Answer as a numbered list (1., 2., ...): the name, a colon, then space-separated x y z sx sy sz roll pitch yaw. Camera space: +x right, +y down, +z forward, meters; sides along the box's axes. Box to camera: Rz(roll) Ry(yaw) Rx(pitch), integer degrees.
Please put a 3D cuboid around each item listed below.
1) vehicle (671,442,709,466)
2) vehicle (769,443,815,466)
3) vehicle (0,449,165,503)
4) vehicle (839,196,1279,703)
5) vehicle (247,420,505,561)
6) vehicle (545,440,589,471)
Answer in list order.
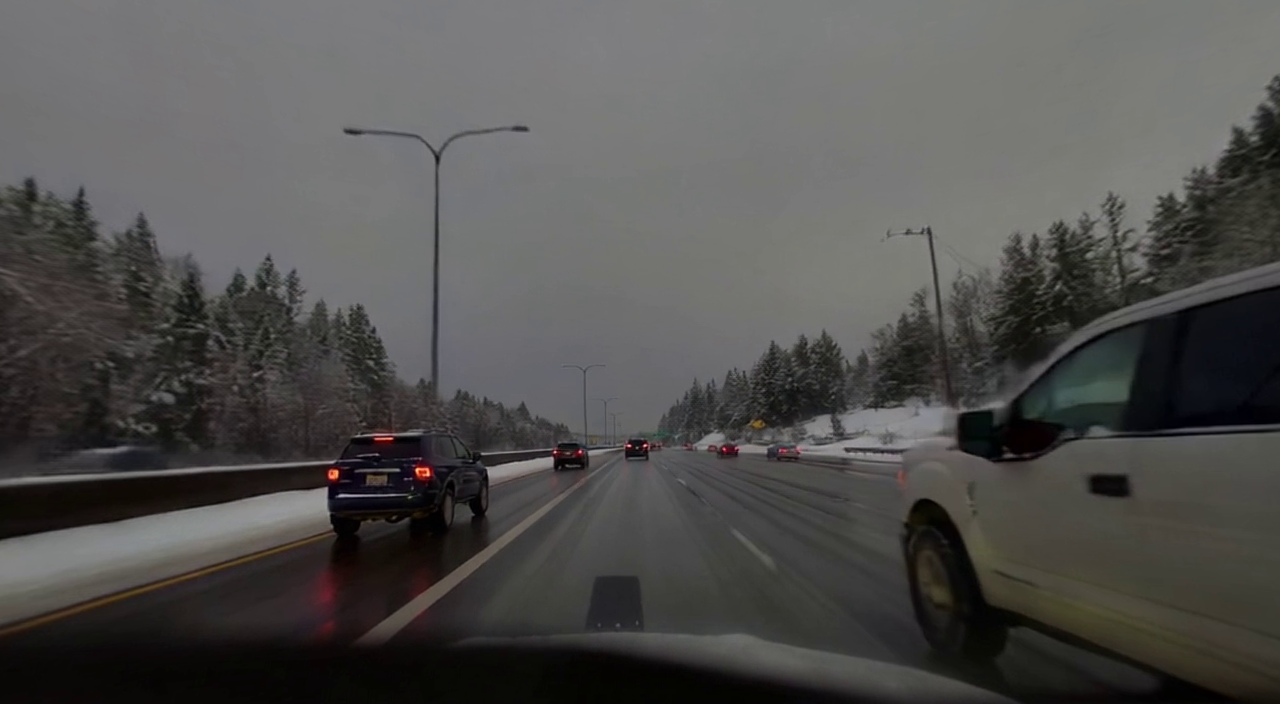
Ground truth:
1. vehicle: 3.169 6.628 41.134 2.007 1.469 4.337 0 -8 -2
2. vehicle: 9.693 6.548 40.592 1.910 1.384 3.867 0 -8 -1
3. vehicle: -18.950 4.104 21.432 2.069 1.561 4.661 0 -8 -1
4. vehicle: 2.768 0.633 2.308 2.200 1.870 5.649 0 -8 0
5. vehicle: -3.611 1.974 9.763 2.119 1.654 4.353 0 -8 0
6. vehicle: -4.028 5.774 35.411 1.992 1.651 4.185 0 -8 0
